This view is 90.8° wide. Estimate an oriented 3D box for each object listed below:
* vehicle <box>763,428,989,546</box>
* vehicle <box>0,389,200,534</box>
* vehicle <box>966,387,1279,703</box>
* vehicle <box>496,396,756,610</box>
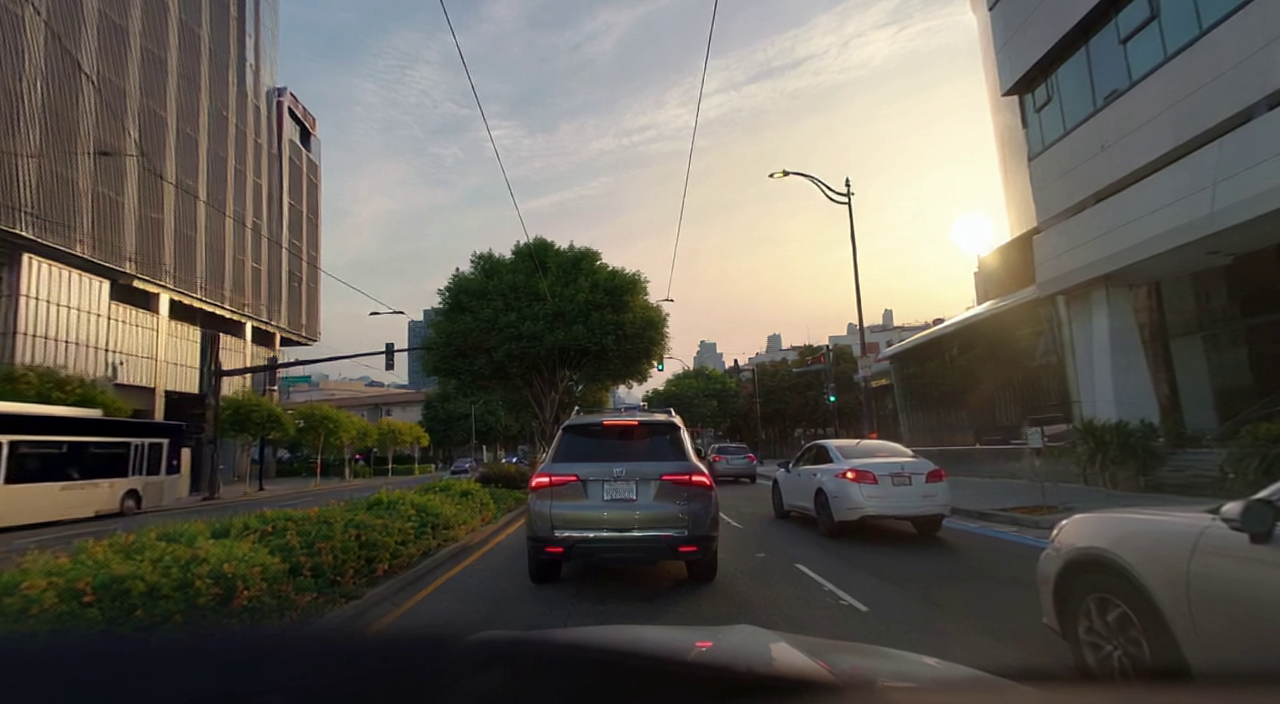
[{"bbox_3d":[3.633,2.156,10.766,2.128,1.582,4.188,0,-8,-2],"label":"vehicle"},{"bbox_3d":[-19.759,3.630,20.247,3.393,4.045,11.306,-5,-10,-1],"label":"vehicle"},{"bbox_3d":[3.136,0.824,1.847,1.993,1.480,4.324,0,-8,-1],"label":"vehicle"},{"bbox_3d":[-0.190,1.579,7.518,2.178,1.779,4.255,0,-8,-2],"label":"vehicle"}]
